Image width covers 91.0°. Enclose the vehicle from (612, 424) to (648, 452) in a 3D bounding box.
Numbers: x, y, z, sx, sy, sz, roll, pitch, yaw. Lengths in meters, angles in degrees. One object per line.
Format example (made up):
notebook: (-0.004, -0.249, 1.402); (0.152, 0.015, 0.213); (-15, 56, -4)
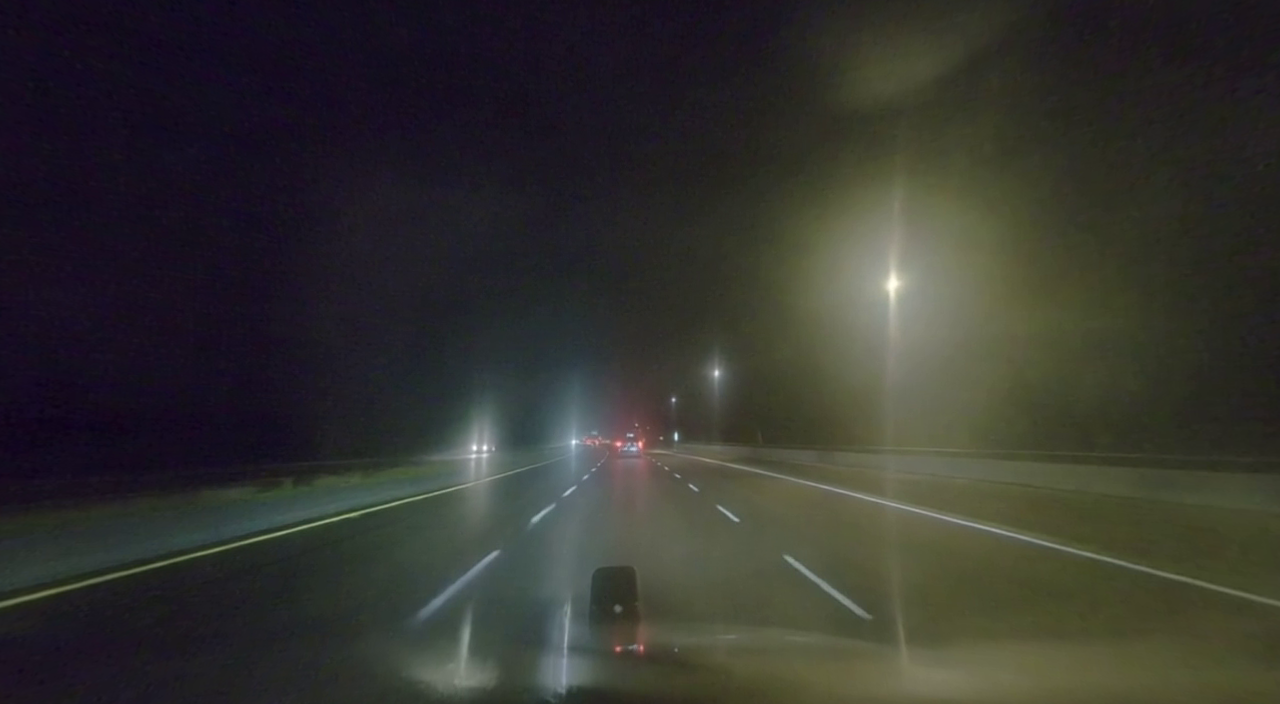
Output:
vehicle: (-0.706, 5.506, 40.076); (2.157, 1.647, 4.524); (0, -8, -2)
